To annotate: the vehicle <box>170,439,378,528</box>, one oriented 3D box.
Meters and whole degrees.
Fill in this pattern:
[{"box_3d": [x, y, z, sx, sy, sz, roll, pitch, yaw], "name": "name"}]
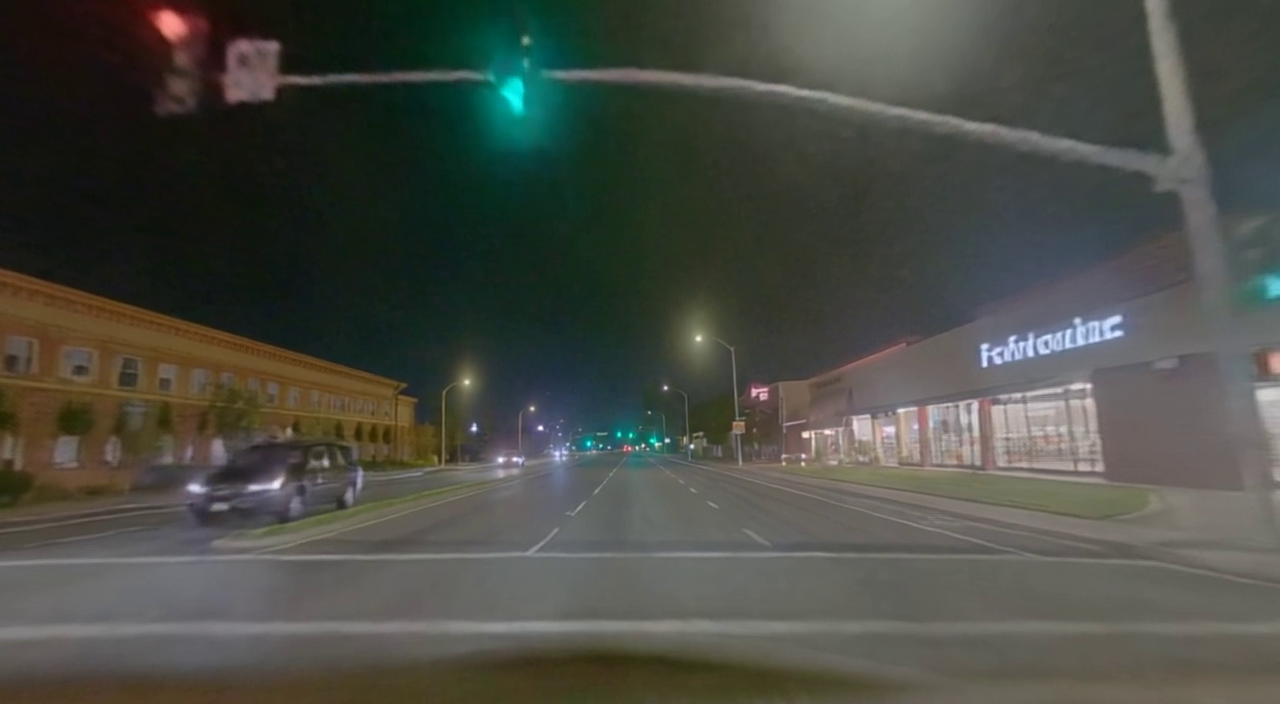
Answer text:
[{"box_3d": [-7.657, 2.818, 13.875, 2.011, 1.490, 4.472, -3, -10, -2], "name": "vehicle"}]
